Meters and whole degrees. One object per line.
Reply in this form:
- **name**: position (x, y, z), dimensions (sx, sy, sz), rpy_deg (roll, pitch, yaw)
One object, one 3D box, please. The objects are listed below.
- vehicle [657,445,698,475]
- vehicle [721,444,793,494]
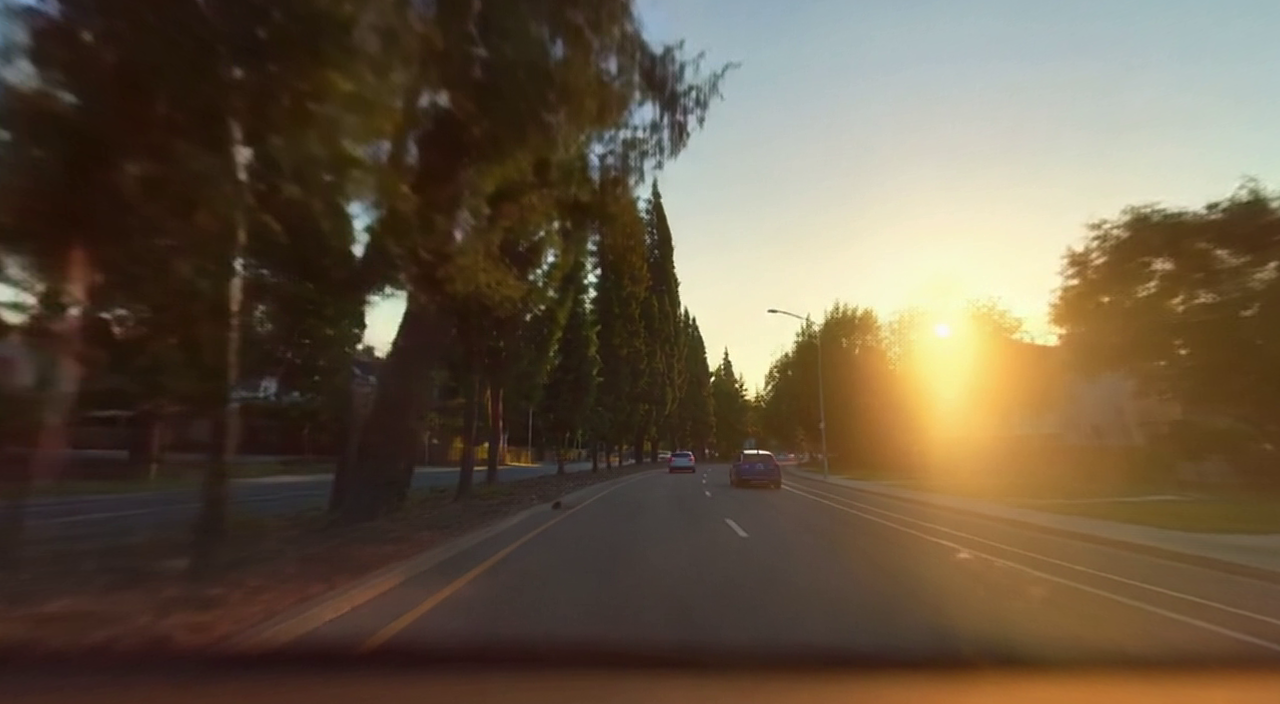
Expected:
- **vehicle**: position (2.456, 6.856, 40.139), dimensions (2.251, 1.822, 4.391), rpy_deg (-1, -9, 8)
- **vehicle**: position (4.253, 4.275, 23.449), dimensions (1.971, 1.663, 4.287), rpy_deg (0, -9, 2)
